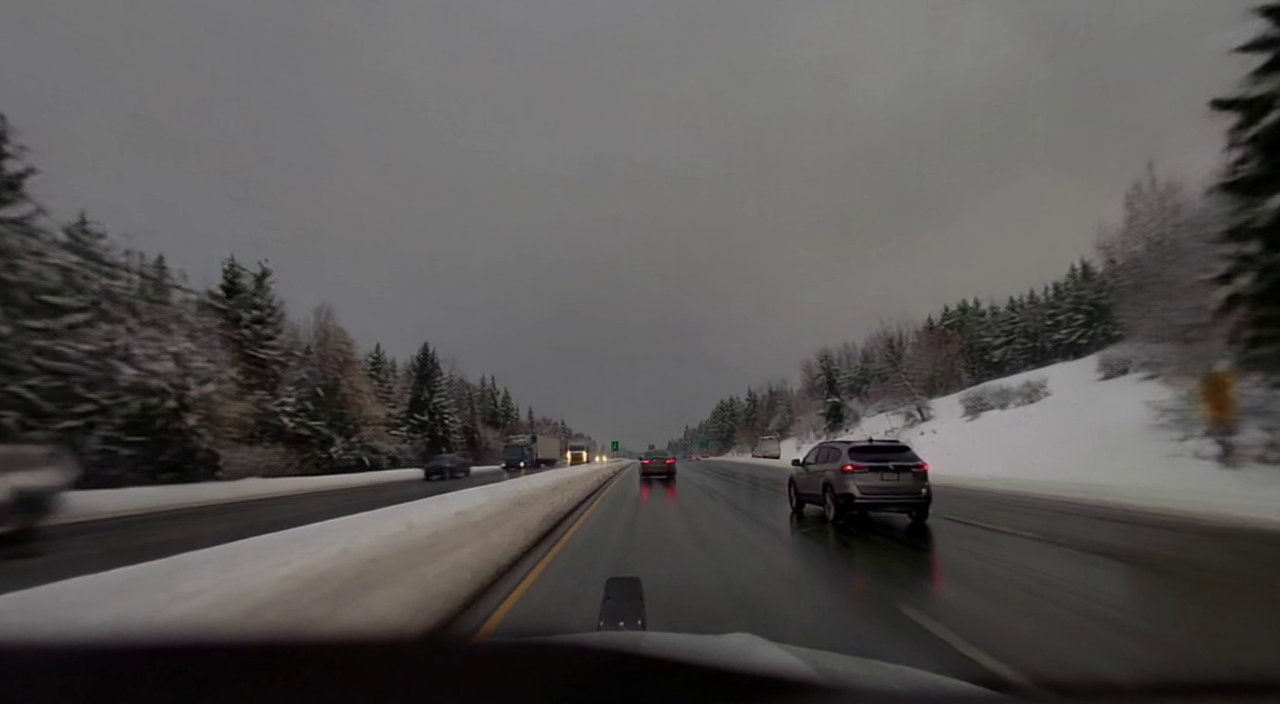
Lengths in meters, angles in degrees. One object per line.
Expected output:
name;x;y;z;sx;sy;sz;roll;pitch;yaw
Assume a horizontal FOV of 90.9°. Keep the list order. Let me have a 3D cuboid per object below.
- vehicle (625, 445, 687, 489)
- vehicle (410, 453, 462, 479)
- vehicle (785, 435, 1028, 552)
vehicle;0.571;4.366;24.309;2.177;1.520;4.278;0;-9;1
vehicle;-14.061;7.843;43.665;2.095;1.670;4.187;-1;-9;2
vehicle;3.939;2.165;10.311;2.029;1.475;4.279;0;-9;-1
